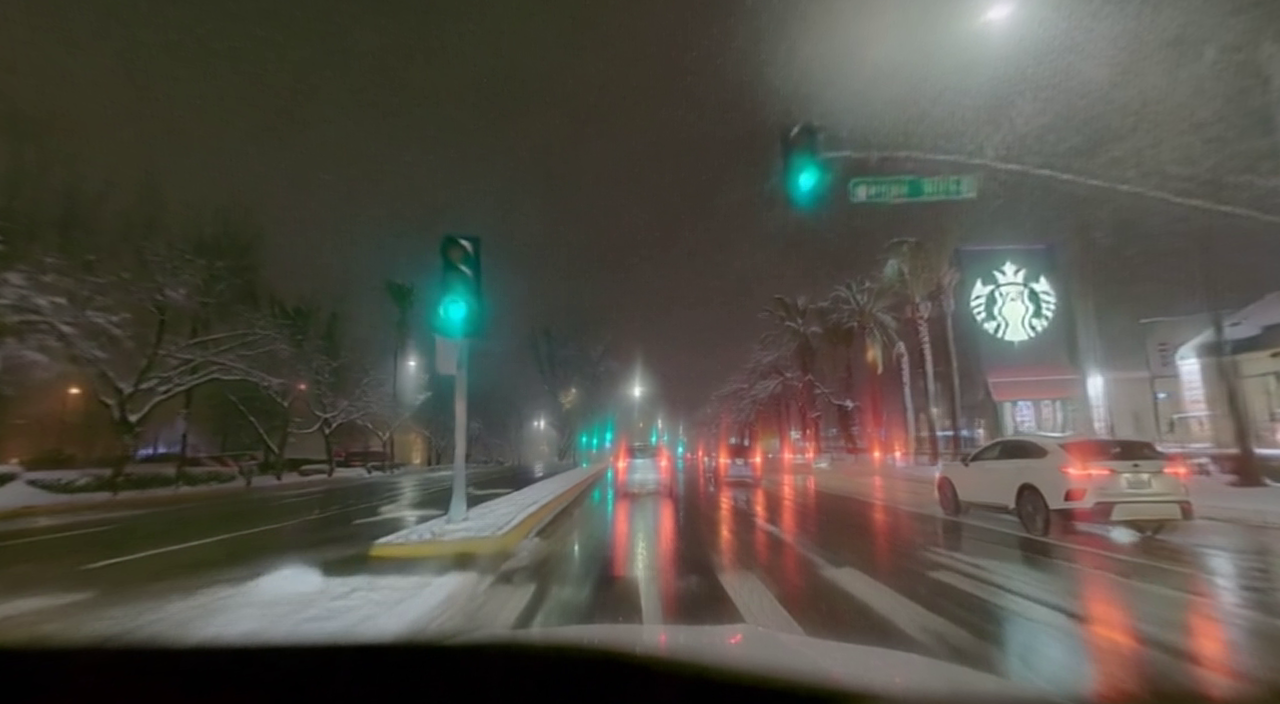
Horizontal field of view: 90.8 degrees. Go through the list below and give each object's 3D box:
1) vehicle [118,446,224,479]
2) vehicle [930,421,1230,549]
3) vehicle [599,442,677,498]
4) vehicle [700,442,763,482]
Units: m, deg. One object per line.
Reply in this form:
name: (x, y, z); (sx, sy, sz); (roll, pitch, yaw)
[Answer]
vehicle: (-30.917, 7.320, 41.752); (5.230, 1.986, 2.250); (-1, -11, 3)
vehicle: (6.801, 2.066, 10.477); (1.940, 1.674, 4.085); (0, -8, -1)
vehicle: (-0.069, 3.502, 19.123); (2.110, 1.487, 3.873); (0, -8, 0)
vehicle: (3.737, 4.574, 26.553); (1.892, 1.532, 4.177); (0, -8, -2)
